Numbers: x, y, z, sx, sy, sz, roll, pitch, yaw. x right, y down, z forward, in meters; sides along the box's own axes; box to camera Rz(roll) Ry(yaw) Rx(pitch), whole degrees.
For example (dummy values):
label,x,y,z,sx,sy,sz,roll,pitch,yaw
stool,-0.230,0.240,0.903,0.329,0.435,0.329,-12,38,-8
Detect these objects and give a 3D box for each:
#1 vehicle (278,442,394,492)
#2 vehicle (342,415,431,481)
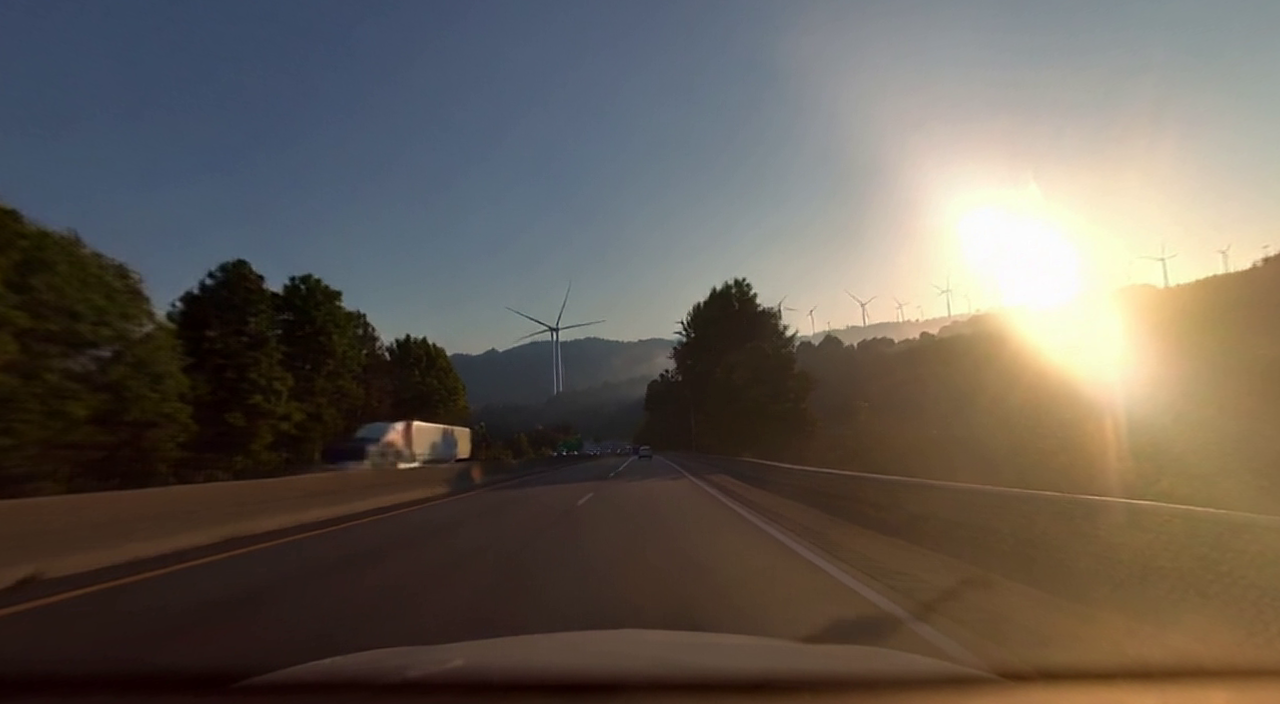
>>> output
label,x,y,z,sx,sy,sz,roll,pitch,yaw
vehicle,-11.838,4.507,25.023,2.074,1.760,4.985,0,-9,1
vehicle,-16.179,6.240,40.817,3.019,3.860,6.067,-1,-9,1
